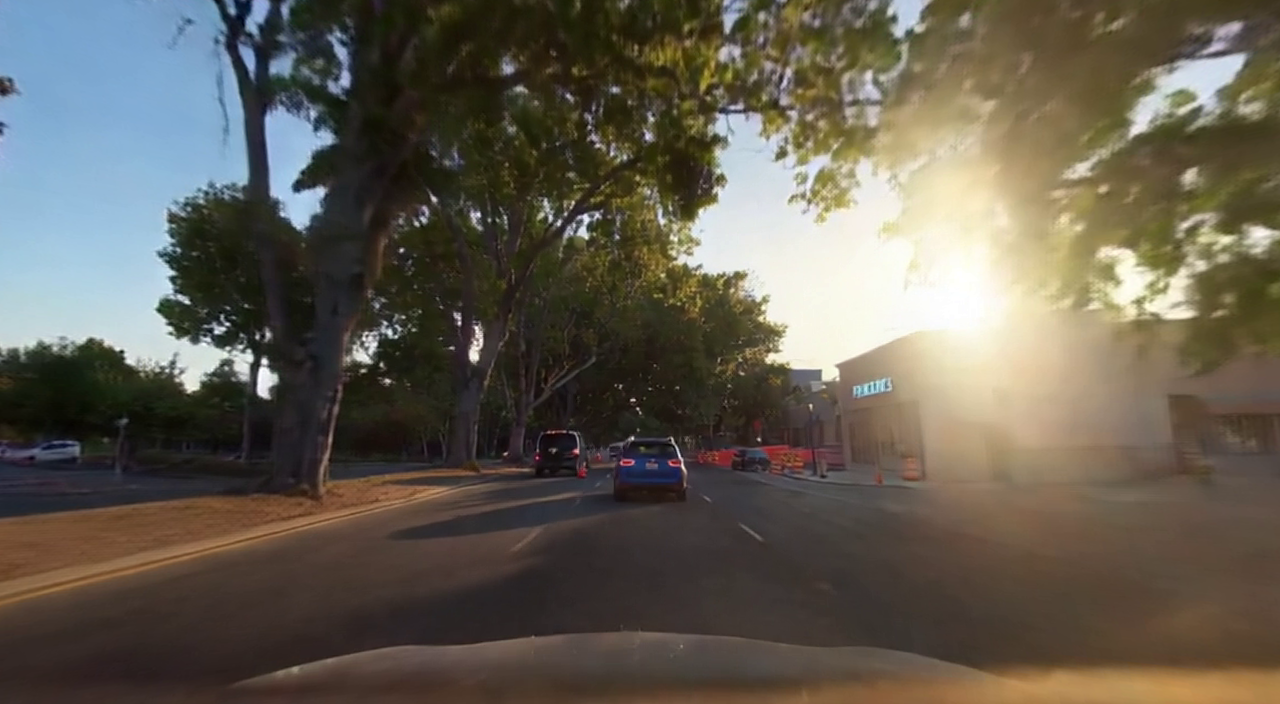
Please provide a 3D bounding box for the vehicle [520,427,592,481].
[{"bbox_3d":[-3.485,4.390,27.465,2.357,2.063,5.488,0,-8,0],"label":"vehicle"}]

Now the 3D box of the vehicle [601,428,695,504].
[{"bbox_3d":[0.122,2.951,16.762,2.168,1.725,4.192,0,-8,-2],"label":"vehicle"}]

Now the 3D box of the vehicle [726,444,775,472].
[{"bbox_3d":[6.557,6.333,37.866,2.076,1.535,4.460,1,-9,-1],"label":"vehicle"}]
